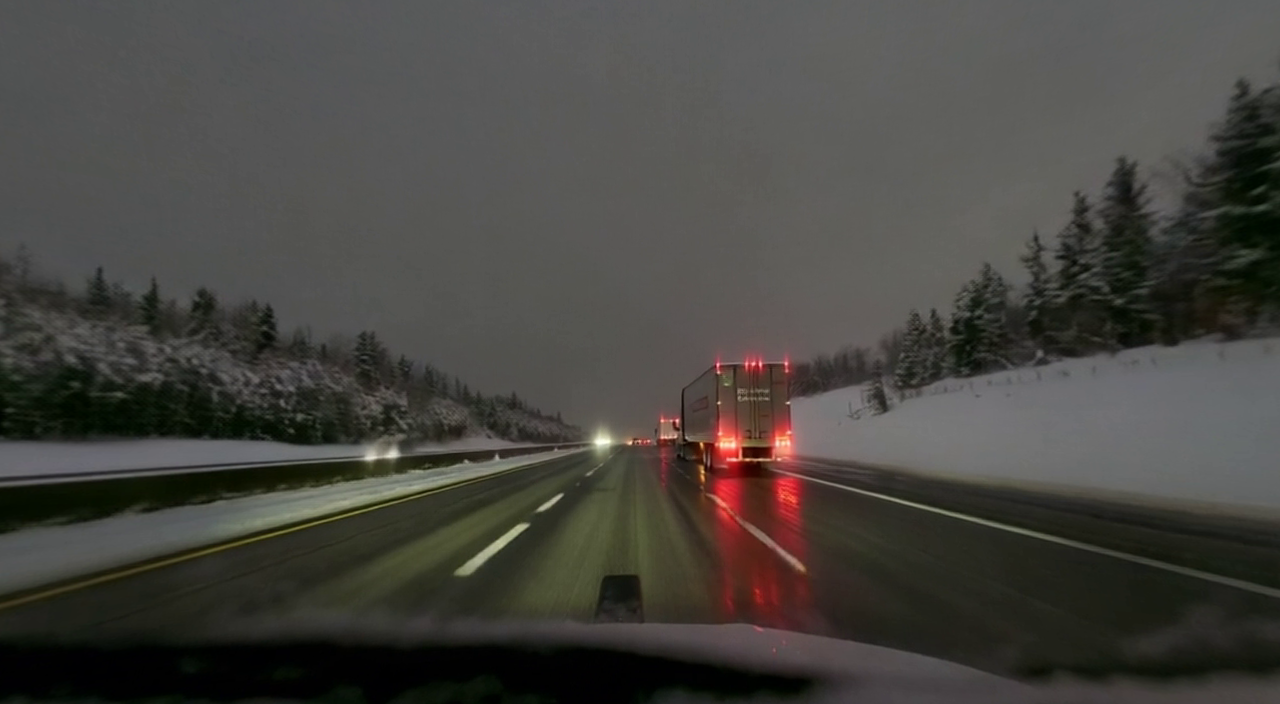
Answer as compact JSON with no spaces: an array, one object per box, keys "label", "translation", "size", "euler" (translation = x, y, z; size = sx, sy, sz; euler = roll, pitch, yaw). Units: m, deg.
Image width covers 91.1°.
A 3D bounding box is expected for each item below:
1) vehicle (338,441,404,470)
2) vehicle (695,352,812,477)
[{"label":"vehicle","translation":[-14.677,5.654,34.512],"size":[1.816,1.468,4.357],"euler":[0,-8,-1]},{"label":"vehicle","translation":[3.974,2.595,24.384],"size":[2.840,3.947,8.920],"euler":[0,-8,0]}]
